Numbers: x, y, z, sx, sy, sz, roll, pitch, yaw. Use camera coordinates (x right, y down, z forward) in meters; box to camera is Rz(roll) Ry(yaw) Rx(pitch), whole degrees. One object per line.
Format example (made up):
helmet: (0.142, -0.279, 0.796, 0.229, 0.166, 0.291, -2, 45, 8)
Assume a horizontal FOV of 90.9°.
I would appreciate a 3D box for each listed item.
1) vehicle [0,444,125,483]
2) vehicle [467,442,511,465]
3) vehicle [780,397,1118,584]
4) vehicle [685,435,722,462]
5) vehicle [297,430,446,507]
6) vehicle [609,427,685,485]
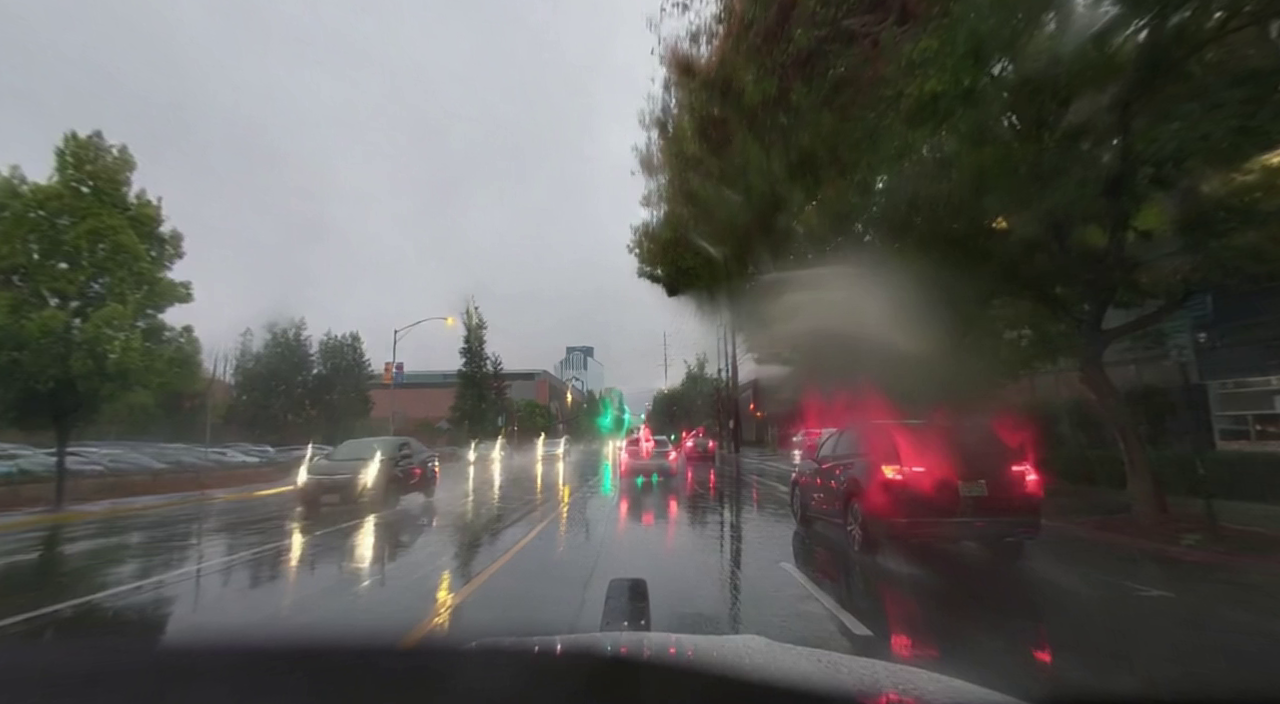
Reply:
vehicle: (-22.556, 4.198, 23.923, 4.289, 1.387, 1.950, 0, -8, 0)
vehicle: (-10.376, 7.014, 43.578, 1.967, 1.494, 4.483, 0, -8, 0)
vehicle: (3.375, 1.608, 8.153, 2.024, 1.711, 4.512, 0, -8, 0)
vehicle: (3.781, 5.843, 38.193, 1.880, 1.503, 4.130, 0, -8, 1)
vehicle: (-6.605, 2.901, 16.127, 1.936, 1.681, 4.274, 0, -8, 0)
vehicle: (0.205, 3.307, 20.360, 2.200, 1.653, 4.127, 0, -8, 0)
